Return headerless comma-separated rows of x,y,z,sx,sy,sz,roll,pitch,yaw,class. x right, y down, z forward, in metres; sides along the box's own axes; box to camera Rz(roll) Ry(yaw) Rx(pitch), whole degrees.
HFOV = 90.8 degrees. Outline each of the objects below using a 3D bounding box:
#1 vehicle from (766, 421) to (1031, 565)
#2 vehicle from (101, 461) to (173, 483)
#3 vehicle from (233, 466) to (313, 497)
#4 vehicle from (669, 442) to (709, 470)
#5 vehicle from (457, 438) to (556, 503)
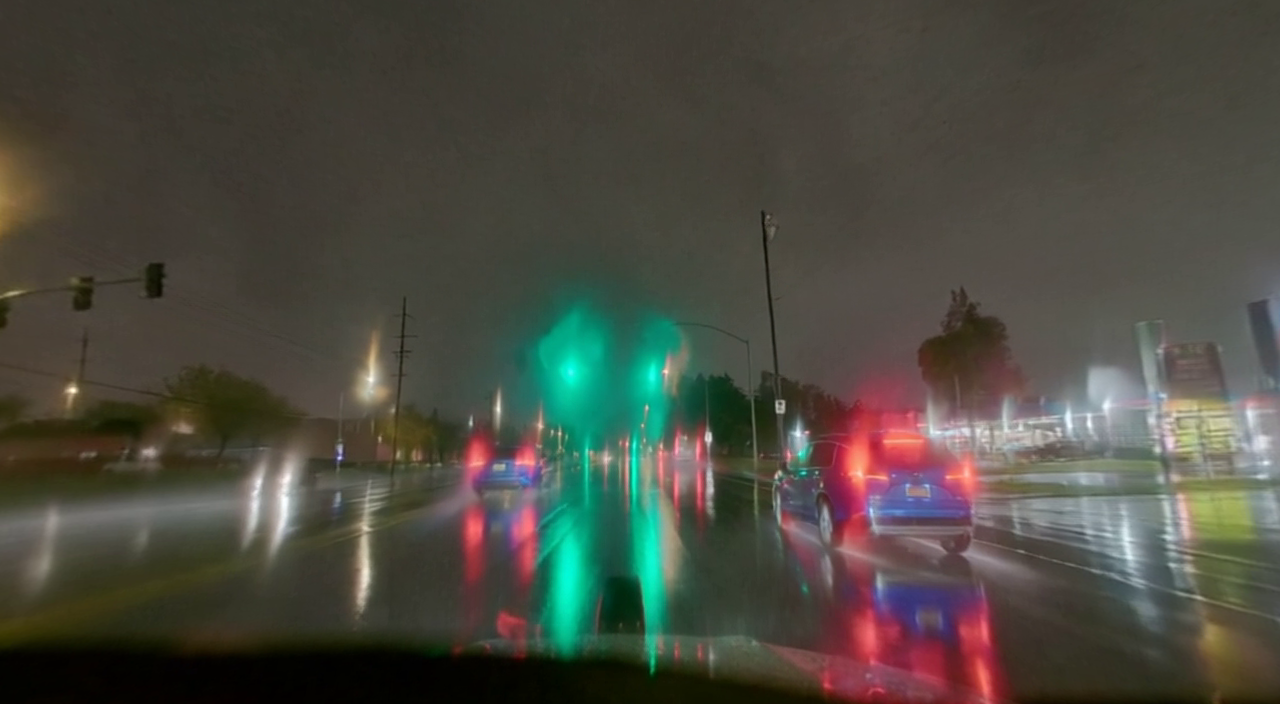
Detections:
3.478,1.984,9.684,2.085,1.655,4.459,0,-8,-1,vehicle
-39.642,9.459,49.944,1.814,1.452,4.845,0,-8,-2,vehicle
-20.794,7.323,36.038,1.849,1.497,4.444,0,-8,1,vehicle
3.049,6.598,40.318,2.066,1.699,4.419,0,-8,-2,vehicle
-3.662,3.318,18.105,1.935,1.617,4.045,0,-8,0,vehicle
